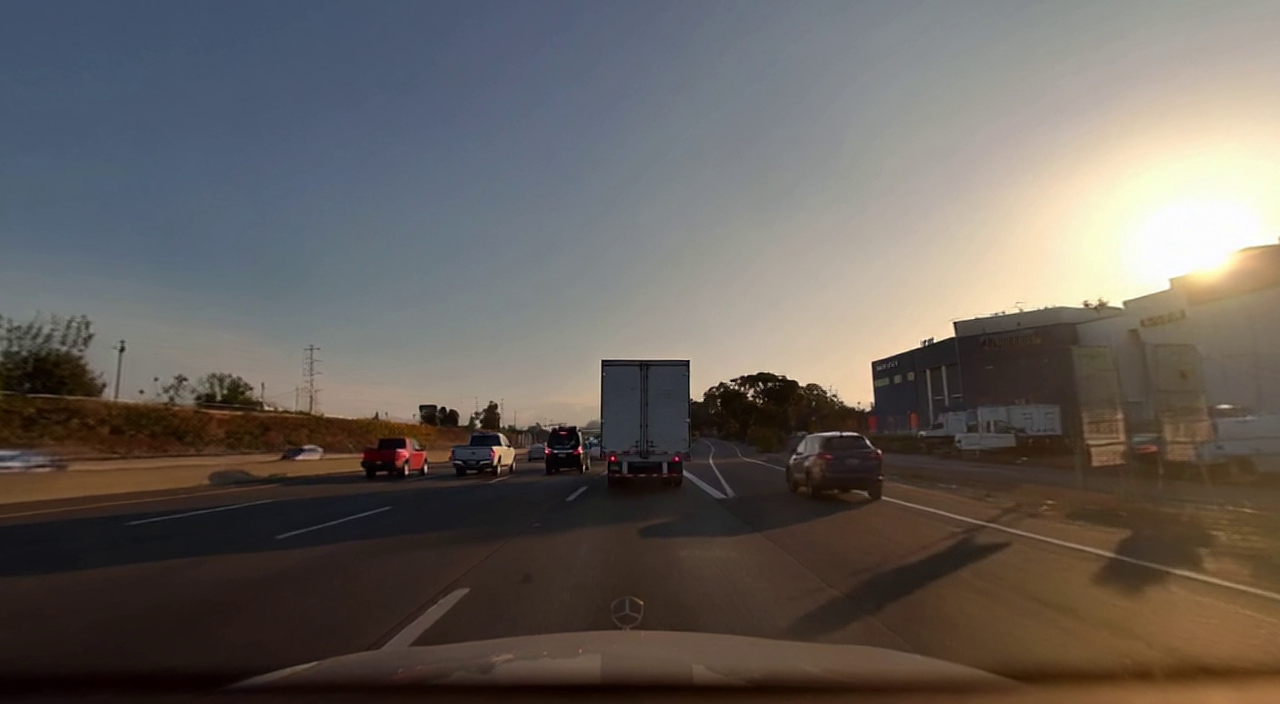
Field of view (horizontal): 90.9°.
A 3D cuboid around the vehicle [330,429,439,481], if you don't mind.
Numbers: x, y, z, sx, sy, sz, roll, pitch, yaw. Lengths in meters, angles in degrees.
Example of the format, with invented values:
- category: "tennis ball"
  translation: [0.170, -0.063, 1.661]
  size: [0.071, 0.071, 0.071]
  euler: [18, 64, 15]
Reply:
- category: "vehicle"
  translation: [-10.367, 4.237, 26.240]
  size: [2.089, 1.885, 5.888]
  euler: [0, -9, 0]

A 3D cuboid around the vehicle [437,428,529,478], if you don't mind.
- category: "vehicle"
  translation: [-6.755, 4.455, 28.038]
  size: [2.479, 1.978, 5.952]
  euler: [0, -9, 1]

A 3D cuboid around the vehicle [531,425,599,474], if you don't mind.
- category: "vehicle"
  translation: [-3.377, 4.589, 29.755]
  size: [2.379, 2.075, 6.169]
  euler: [0, -9, 1]

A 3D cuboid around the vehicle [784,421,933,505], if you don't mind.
- category: "vehicle"
  translation: [5.254, 2.750, 16.024]
  size: [2.137, 1.796, 4.817]
  euler: [0, -9, 2]

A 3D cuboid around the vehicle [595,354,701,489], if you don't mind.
- category: "vehicle"
  translation: [0.130, 2.674, 22.745]
  size: [2.941, 3.794, 9.851]
  euler: [0, -9, -1]
